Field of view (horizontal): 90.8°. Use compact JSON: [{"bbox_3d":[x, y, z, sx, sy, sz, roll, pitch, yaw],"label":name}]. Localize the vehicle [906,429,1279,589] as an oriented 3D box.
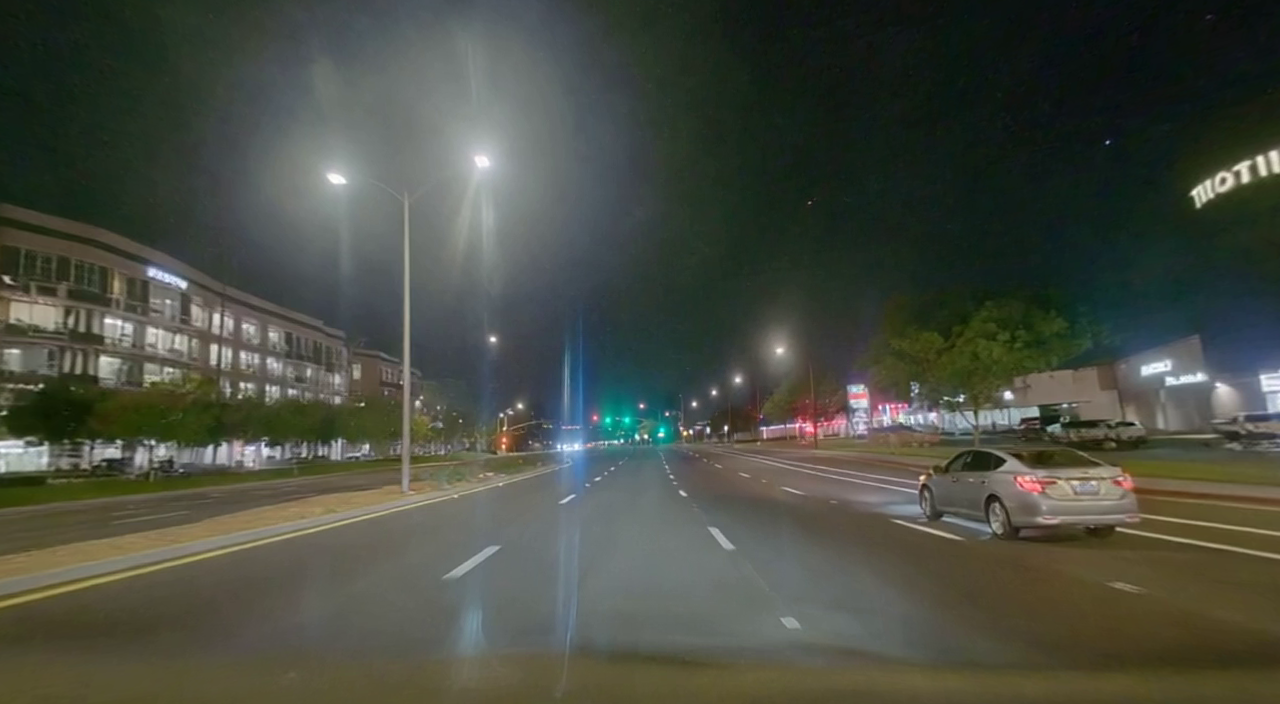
[{"bbox_3d":[5.497,1.826,8.291,2.070,1.491,4.575,0,-9,1],"label":"vehicle"}]
